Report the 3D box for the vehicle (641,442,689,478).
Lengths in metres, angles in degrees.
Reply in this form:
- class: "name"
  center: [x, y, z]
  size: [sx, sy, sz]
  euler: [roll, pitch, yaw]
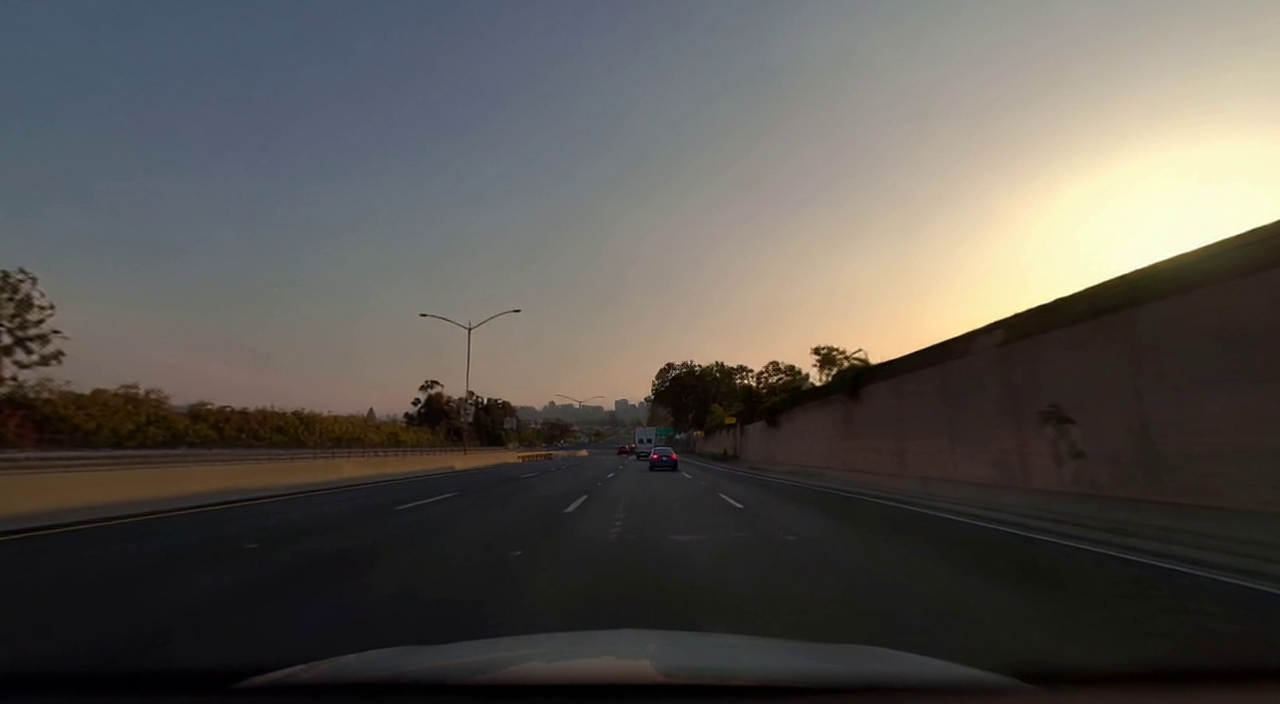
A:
- class: "vehicle"
  center: [1.088, 5.023, 29.415]
  size: [1.973, 1.536, 4.337]
  euler: [0, -9, -1]
